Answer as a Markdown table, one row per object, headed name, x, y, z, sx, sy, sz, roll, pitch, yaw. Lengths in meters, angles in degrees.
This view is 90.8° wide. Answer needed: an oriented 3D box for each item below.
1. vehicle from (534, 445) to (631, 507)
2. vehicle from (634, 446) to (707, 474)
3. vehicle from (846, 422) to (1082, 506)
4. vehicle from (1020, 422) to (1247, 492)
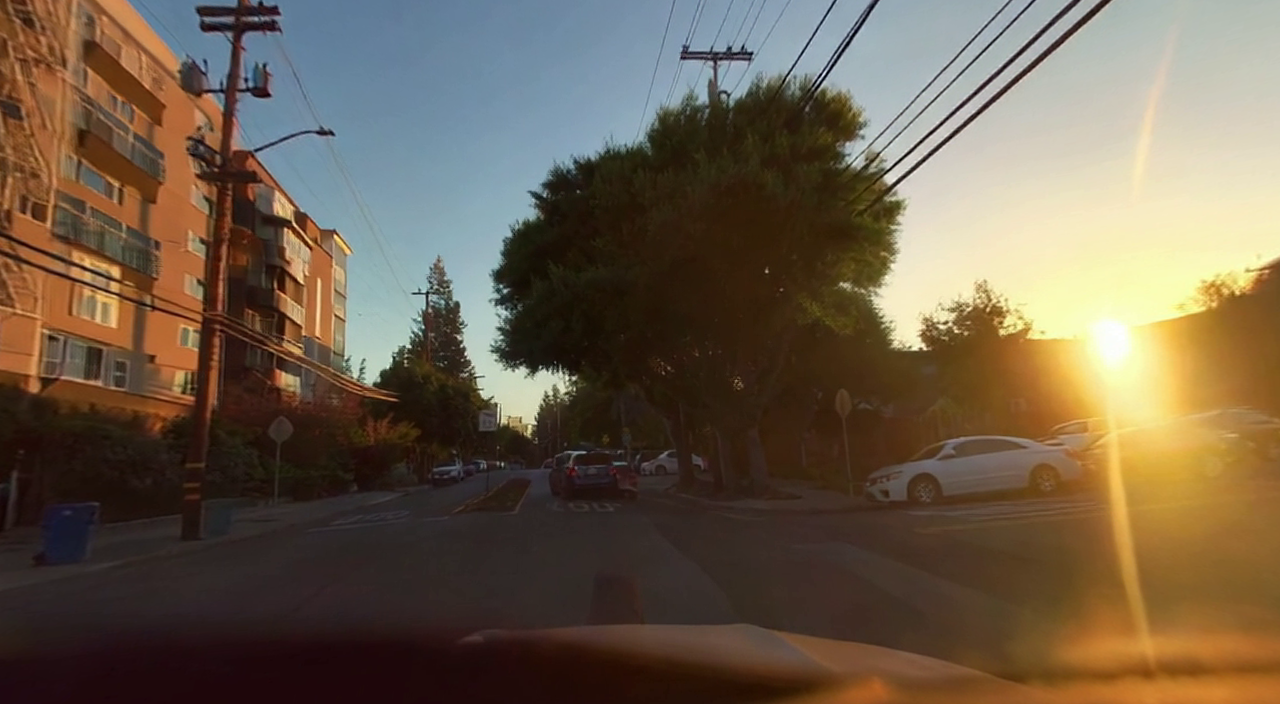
| name | x | y | z | sx | sy | sz | roll | pitch | yaw |
| --- | --- | --- | --- | --- | --- | --- | --- | --- | --- |
| vehicle | -2.157 | 4.245 | 22.257 | 2.155 | 1.872 | 4.790 | 3 | -9 | -21 |
| vehicle | 1.974 | 7.085 | 41.549 | 4.424 | 1.645 | 1.820 | 1 | -9 | -12 |
| vehicle | 8.001 | 2.822 | 15.845 | 4.877 | 1.755 | 1.918 | -1 | -13 | -10 |
| vehicle | 13.114 | 2.807 | 16.911 | 4.830 | 1.490 | 1.878 | -1 | -11 | -11 |
